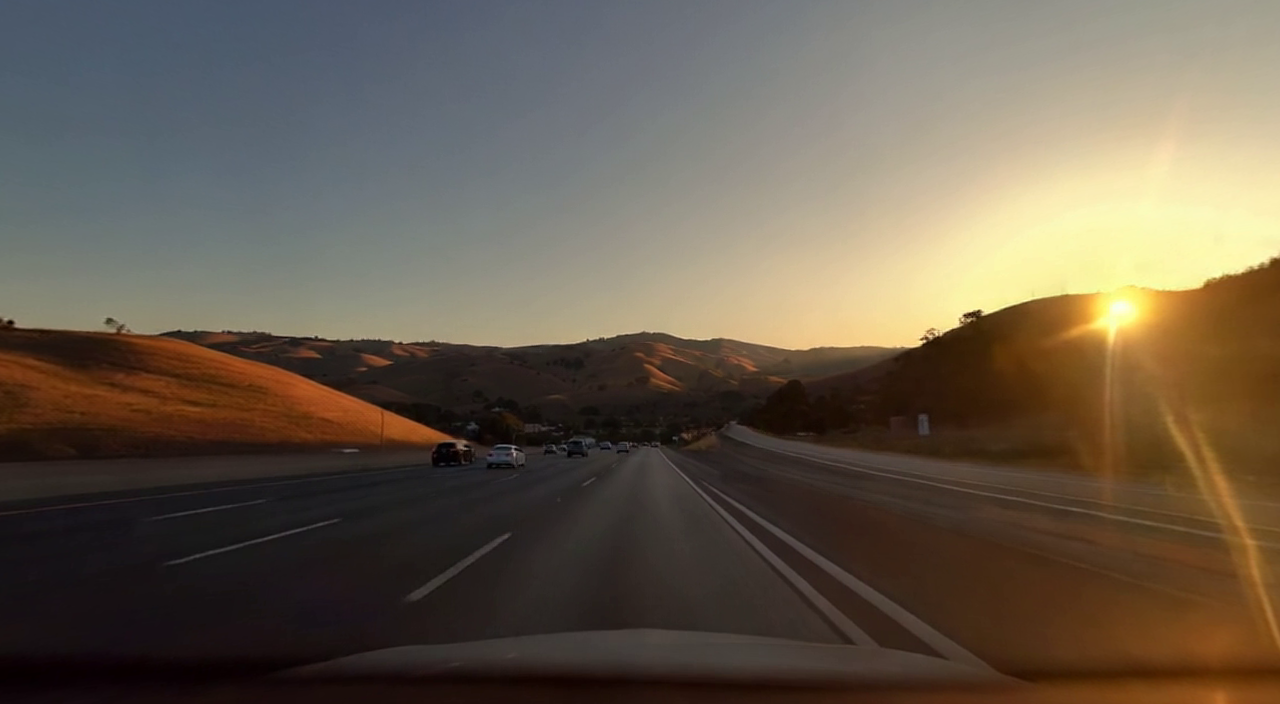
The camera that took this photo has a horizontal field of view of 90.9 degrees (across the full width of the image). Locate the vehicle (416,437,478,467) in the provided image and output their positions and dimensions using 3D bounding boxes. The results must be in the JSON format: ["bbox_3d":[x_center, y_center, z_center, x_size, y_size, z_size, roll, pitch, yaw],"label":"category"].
[{"bbox_3d":[-11.271,5.857,37.155,2.020,1.645,4.629,0,-9,2],"label":"vehicle"}]

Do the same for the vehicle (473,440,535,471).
[{"bbox_3d":[-7.000,5.366,32.988,2.107,1.484,4.449,0,-9,2],"label":"vehicle"}]
